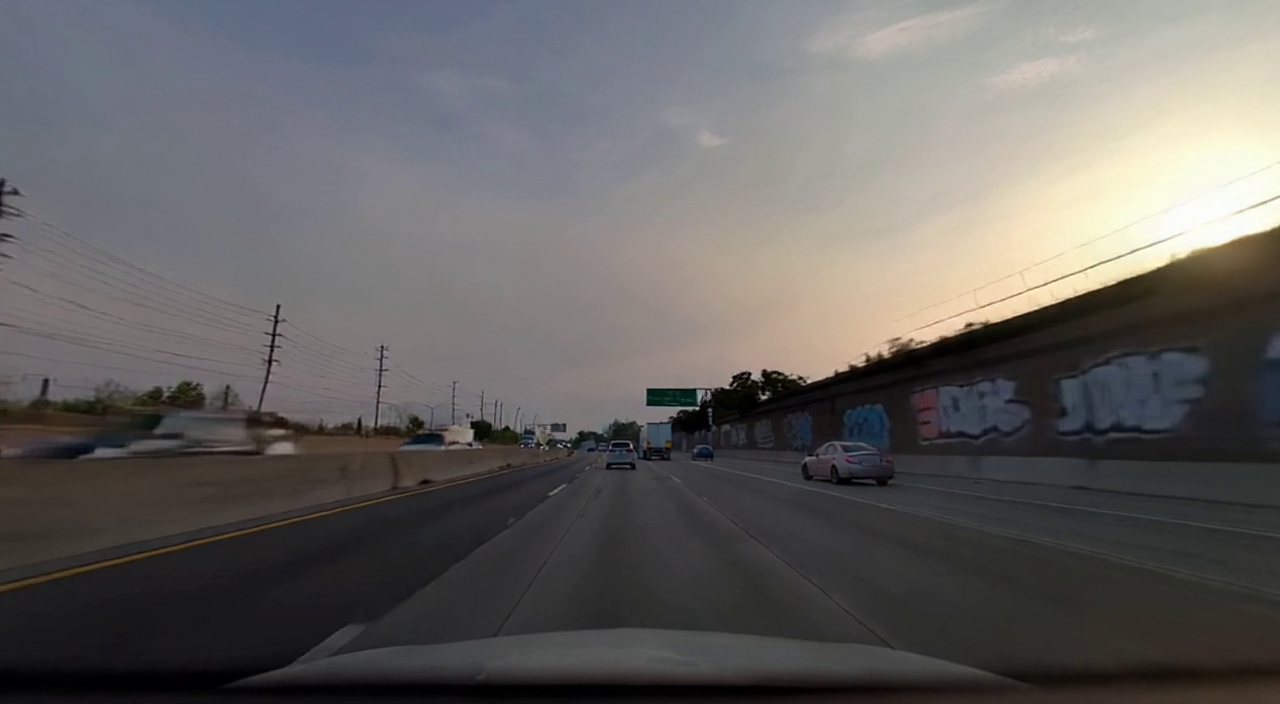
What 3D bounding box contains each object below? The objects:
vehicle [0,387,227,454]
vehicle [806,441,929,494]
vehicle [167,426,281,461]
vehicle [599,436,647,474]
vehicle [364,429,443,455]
[{"bbox_3d":[-10.752,1.457,12.647,2.021,1.111,4.395,0,-9,0],"label":"vehicle"},{"bbox_3d":[7.043,3.612,20.206,2.018,1.451,4.762,0,-9,-2],"label":"vehicle"},{"bbox_3d":[-17.584,3.939,26.996,1.851,1.358,4.433,0,-9,0],"label":"vehicle"},{"bbox_3d":[-0.793,4.934,30.287,2.191,1.685,3.353,0,-9,-1],"label":"vehicle"},{"bbox_3d":[-9.996,3.863,27.001,1.884,0.990,3.895,0,-9,0],"label":"vehicle"}]
